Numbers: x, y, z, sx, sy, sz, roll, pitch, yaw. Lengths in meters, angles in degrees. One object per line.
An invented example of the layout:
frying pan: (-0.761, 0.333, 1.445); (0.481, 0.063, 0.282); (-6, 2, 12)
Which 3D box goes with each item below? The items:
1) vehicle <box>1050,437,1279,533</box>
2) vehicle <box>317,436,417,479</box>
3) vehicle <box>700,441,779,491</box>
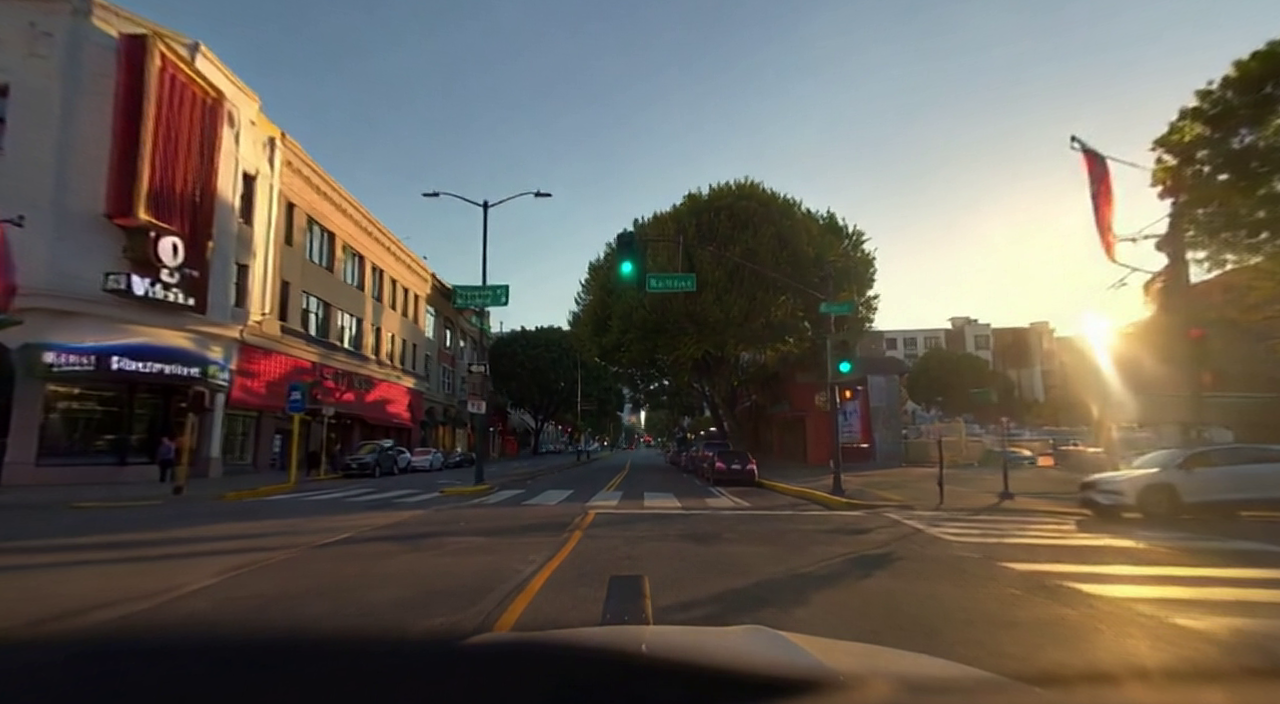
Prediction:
vehicle: (10.175, 2.274, 11.186); (4.330, 1.517, 2.045); (0, -7, 0)
vehicle: (-12.410, 4.696, 28.548); (4.447, 1.790, 2.206); (-6, -9, 38)
vehicle: (3.427, 4.013, 22.643); (2.120, 1.560, 4.402); (0, -7, 0)
